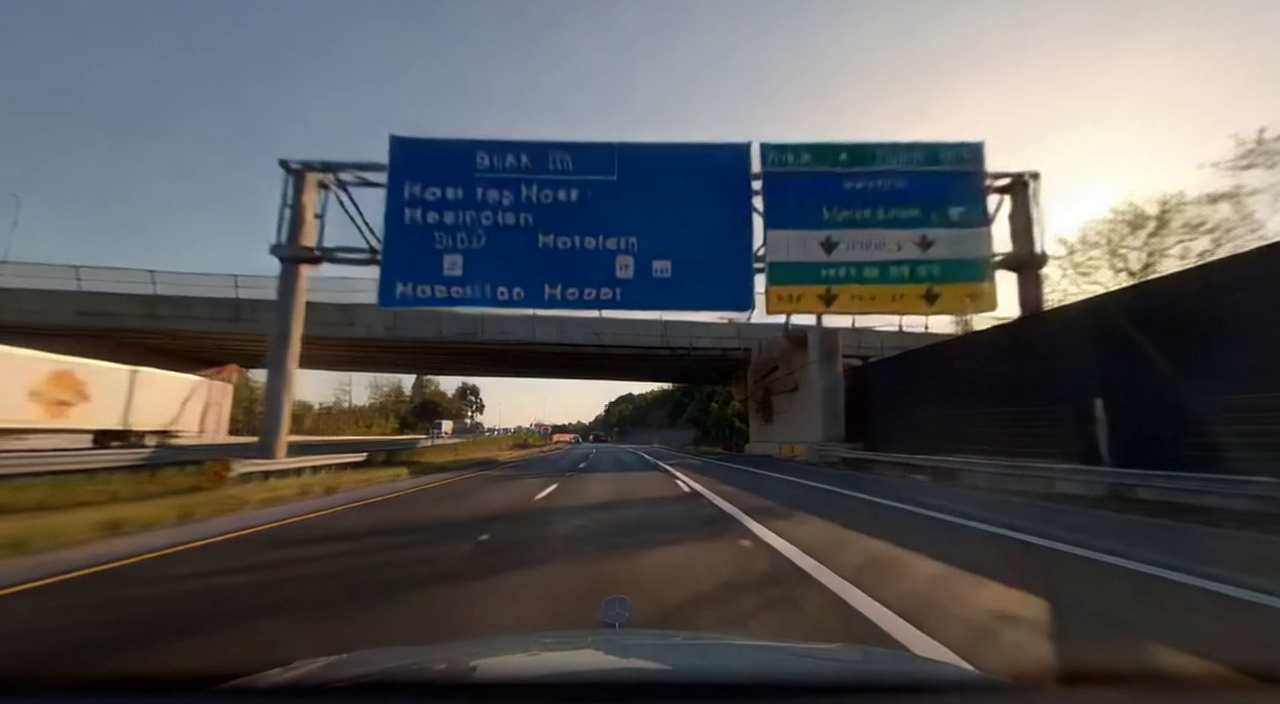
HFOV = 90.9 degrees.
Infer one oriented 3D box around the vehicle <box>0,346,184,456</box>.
[{"bbox_3d":[-25.598,2.237,26.529,2.895,4.066,14.108,0,-8,-3],"label":"vehicle"}]
